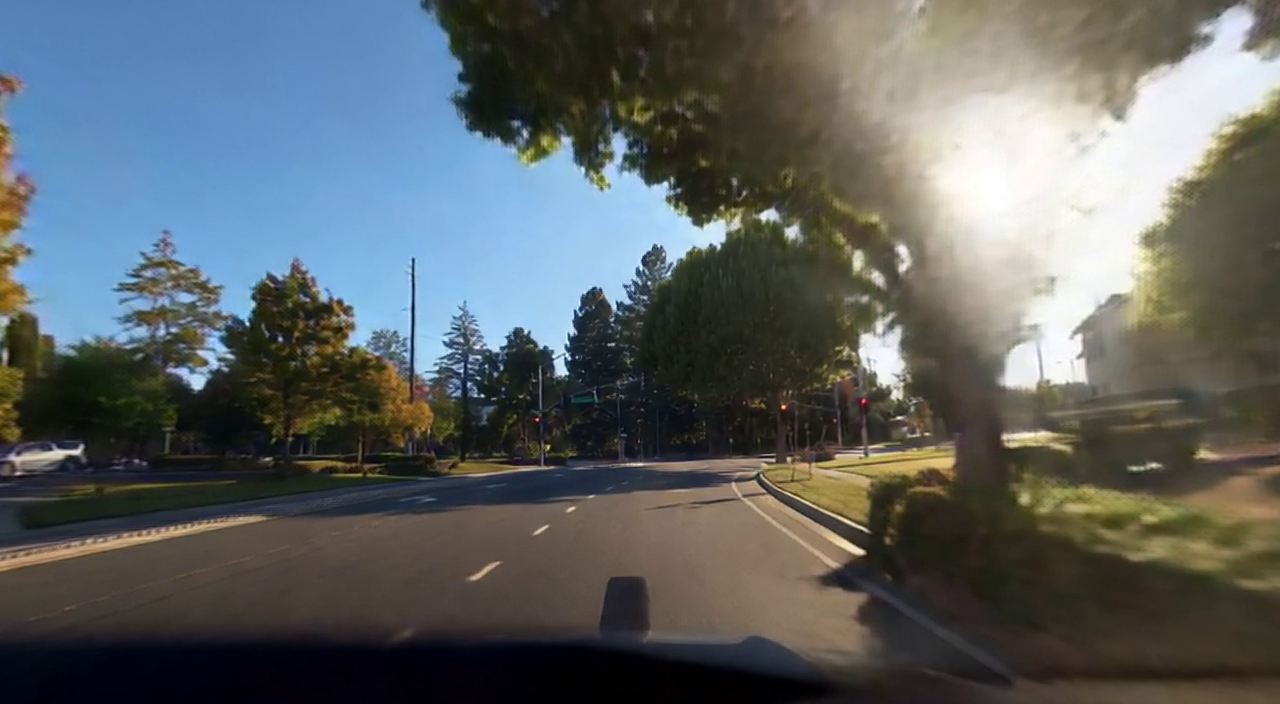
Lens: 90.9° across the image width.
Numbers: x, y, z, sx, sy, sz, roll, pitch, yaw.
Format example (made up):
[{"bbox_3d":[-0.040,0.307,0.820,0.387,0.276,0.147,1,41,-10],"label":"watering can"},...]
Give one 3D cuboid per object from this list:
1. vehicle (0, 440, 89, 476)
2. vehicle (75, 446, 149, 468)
[{"bbox_3d":[-33.503,5.752,34.403,1.913,1.779,4.959,-1,-9,7],"label":"vehicle"},{"bbox_3d":[-36.763,7.306,43.903,3.737,1.444,1.680,-1,-9,6],"label":"vehicle"}]
